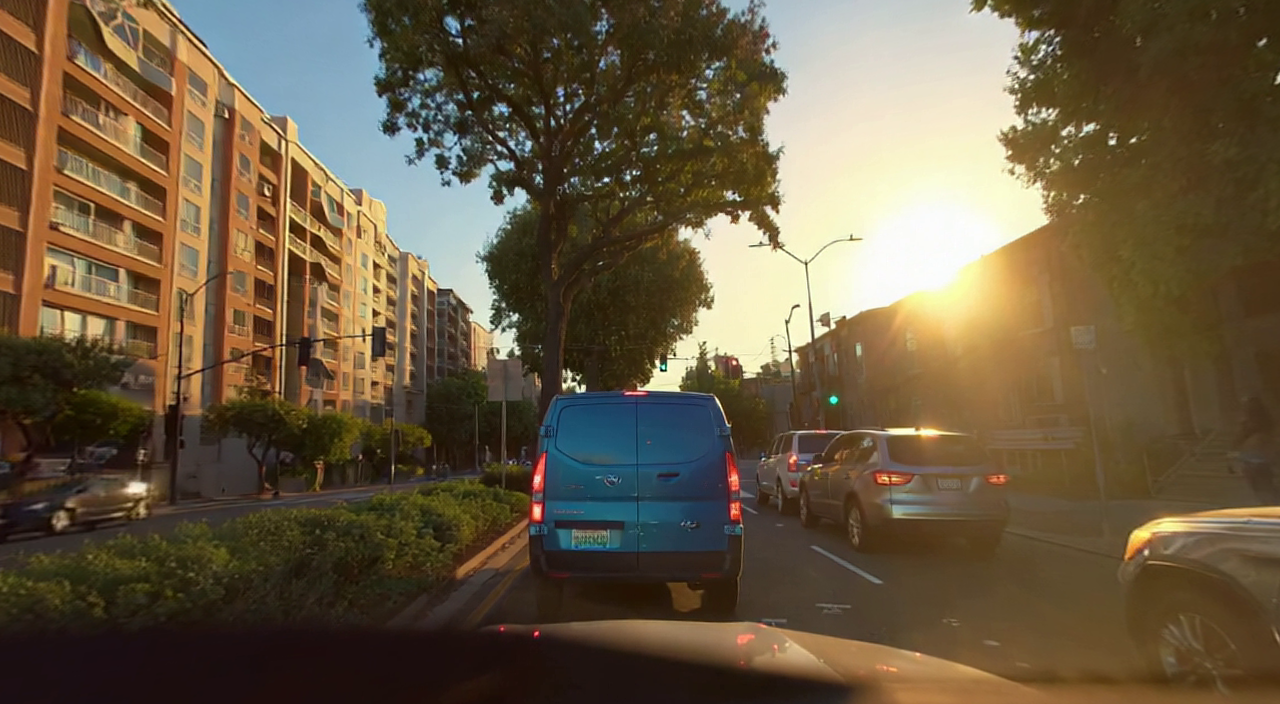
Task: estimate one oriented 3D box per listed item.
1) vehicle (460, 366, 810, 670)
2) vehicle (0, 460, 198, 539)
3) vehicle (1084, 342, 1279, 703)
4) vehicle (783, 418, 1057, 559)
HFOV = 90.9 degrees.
[{"bbox_3d":[-0.032,1.321,6.031,2.101,1.828,4.270,0,-9,0],"label":"vehicle"},{"bbox_3d":[-12.906,3.382,15.097,1.852,1.485,4.428,1,-9,-7],"label":"vehicle"},{"bbox_3d":[3.803,0.692,1.735,2.157,1.748,4.130,0,-9,1],"label":"vehicle"},{"bbox_3d":[3.917,2.000,10.016,2.061,1.676,4.734,0,-9,-2],"label":"vehicle"}]
